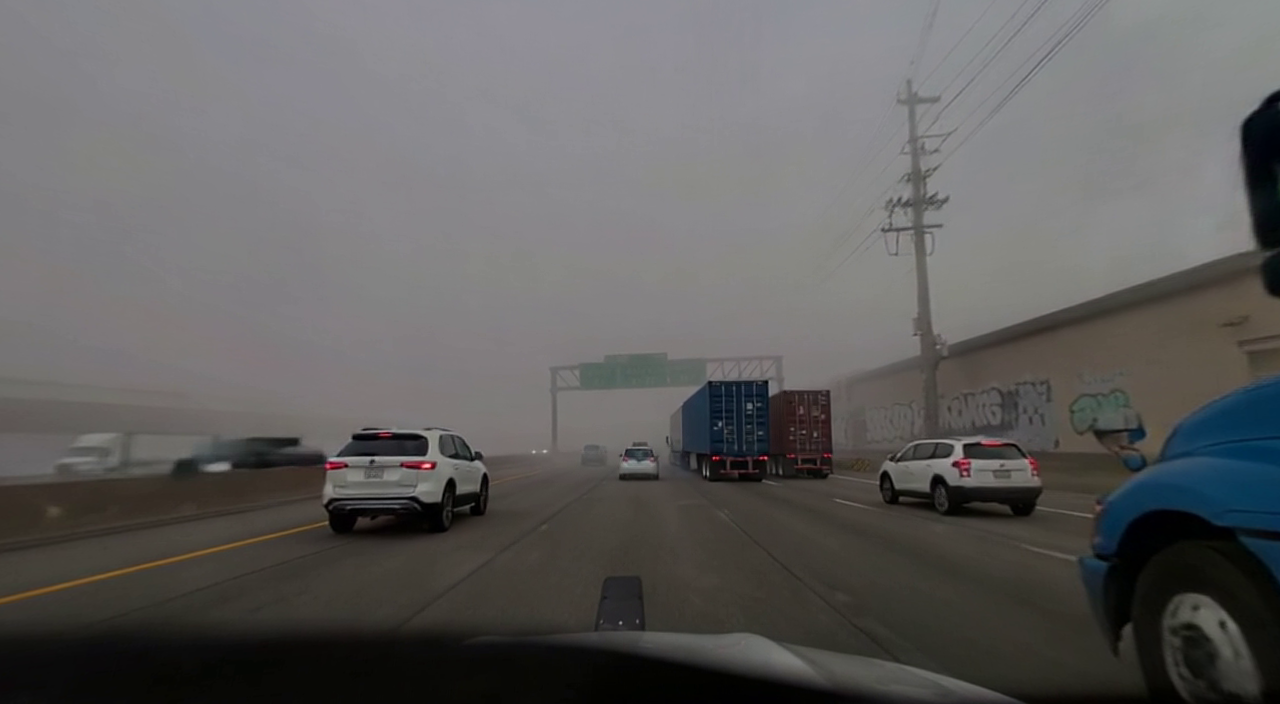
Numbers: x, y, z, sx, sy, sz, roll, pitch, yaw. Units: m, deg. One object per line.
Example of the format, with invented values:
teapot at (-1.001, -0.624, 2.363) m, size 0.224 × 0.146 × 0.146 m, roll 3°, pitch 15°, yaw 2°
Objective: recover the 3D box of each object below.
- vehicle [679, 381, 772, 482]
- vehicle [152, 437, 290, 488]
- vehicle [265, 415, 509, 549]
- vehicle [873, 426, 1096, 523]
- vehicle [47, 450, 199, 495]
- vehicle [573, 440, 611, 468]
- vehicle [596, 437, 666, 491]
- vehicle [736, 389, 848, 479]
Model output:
vehicle at (3.864, 4.199, 32.118) m, size 2.800 × 4.039 × 13.179 m, roll 0°, pitch -9°, yaw 0°
vehicle at (-14.663, 3.896, 22.474) m, size 1.937 × 1.610 × 4.382 m, roll 0°, pitch -9°, yaw -1°
vehicle at (-3.941, 2.128, 10.971) m, size 2.264 × 1.804 × 4.584 m, roll 0°, pitch -9°, yaw 1°
vehicle at (7.079, 2.561, 13.752) m, size 2.202 × 1.731 × 4.628 m, roll 0°, pitch -9°, yaw 0°
vehicle at (-18.903, 4.391, 23.428) m, size 1.905 × 1.483 × 4.429 m, roll 0°, pitch -9°, yaw -1°
vehicle at (-3.378, 7.268, 45.098) m, size 2.243 × 1.820 × 4.473 m, roll 0°, pitch -9°, yaw 1°
vehicle at (-0.277, 3.842, 21.931) m, size 2.191 × 1.685 × 4.015 m, roll 0°, pitch -9°, yaw 0°
vehicle at (7.775, 4.625, 34.735) m, size 2.868 × 4.017 × 12.827 m, roll 0°, pitch -9°, yaw 0°
